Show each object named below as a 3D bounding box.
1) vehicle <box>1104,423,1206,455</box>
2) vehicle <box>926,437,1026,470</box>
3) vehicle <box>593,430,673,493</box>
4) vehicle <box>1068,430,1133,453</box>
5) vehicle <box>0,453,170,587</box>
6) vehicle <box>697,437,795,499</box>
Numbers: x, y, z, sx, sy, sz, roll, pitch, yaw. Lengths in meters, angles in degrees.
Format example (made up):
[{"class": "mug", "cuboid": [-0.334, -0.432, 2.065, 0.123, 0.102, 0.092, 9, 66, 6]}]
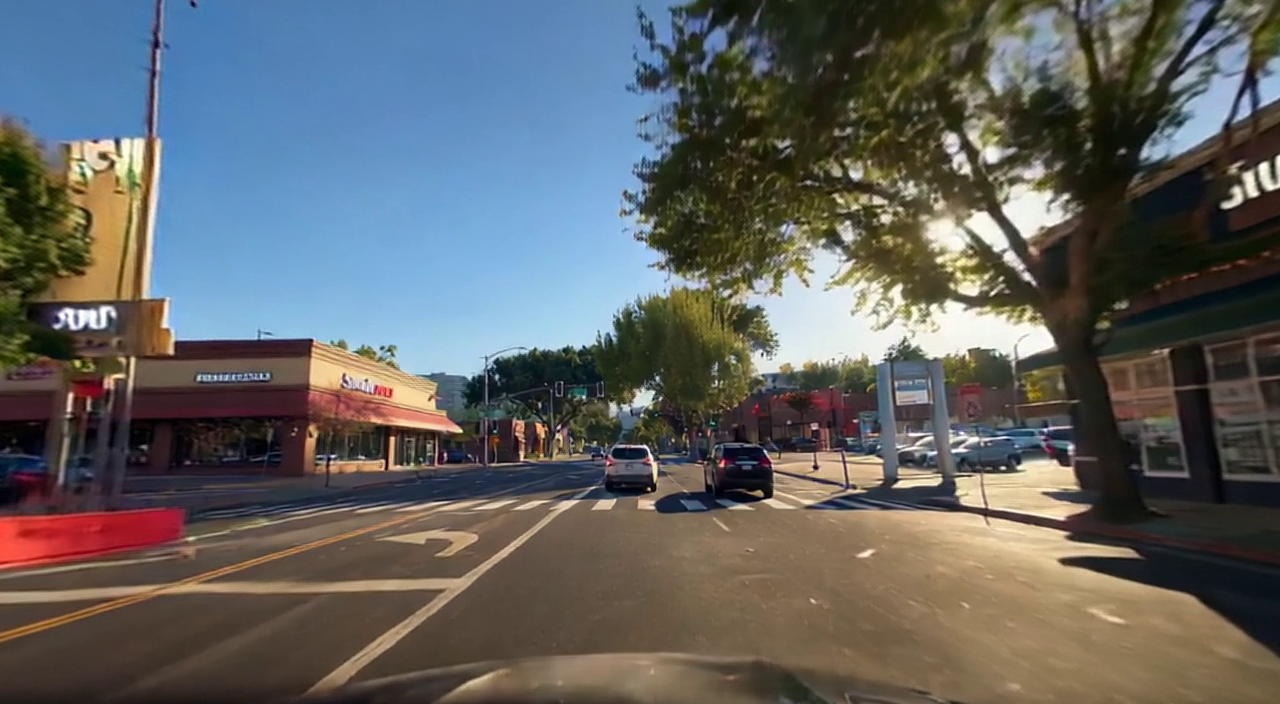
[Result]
[{"class": "vehicle", "cuboid": [30.644, 5.228, 37.718, 2.231, 1.749, 4.411, 0, -9, -2]}, {"class": "vehicle", "cuboid": [16.489, 4.999, 31.013, 3.880, 1.538, 1.862, 1, -9, -8]}, {"class": "vehicle", "cuboid": [-0.252, 4.025, 23.626, 2.638, 2.065, 5.313, 0, -9, 0]}, {"class": "vehicle", "cuboid": [34.981, 6.859, 48.037, 1.817, 1.548, 4.050, -2, -10, 0]}, {"class": "vehicle", "cuboid": [-9.262, 2.328, 9.443, 4.456, 1.570, 1.975, -6, -10, 32]}, {"class": "vehicle", "cuboid": [3.277, 3.711, 20.597, 2.276, 1.787, 4.630, 0, -9, -1]}]
